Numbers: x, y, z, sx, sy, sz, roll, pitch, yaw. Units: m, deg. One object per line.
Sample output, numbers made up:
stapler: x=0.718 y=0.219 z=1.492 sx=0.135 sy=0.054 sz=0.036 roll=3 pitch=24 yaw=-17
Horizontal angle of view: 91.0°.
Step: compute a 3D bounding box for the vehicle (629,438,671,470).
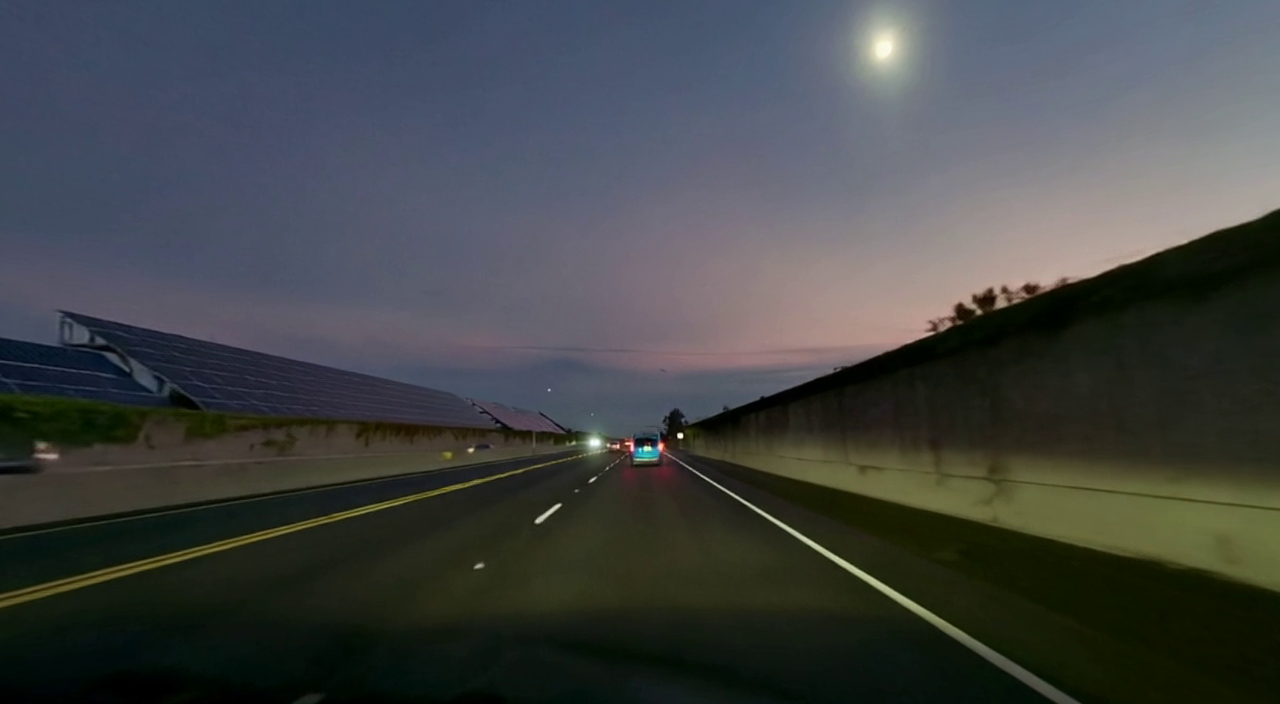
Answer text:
vehicle: x=0.475 y=5.003 z=31.073 sx=1.997 sy=1.484 sz=3.409 roll=0 pitch=-8 yaw=0
